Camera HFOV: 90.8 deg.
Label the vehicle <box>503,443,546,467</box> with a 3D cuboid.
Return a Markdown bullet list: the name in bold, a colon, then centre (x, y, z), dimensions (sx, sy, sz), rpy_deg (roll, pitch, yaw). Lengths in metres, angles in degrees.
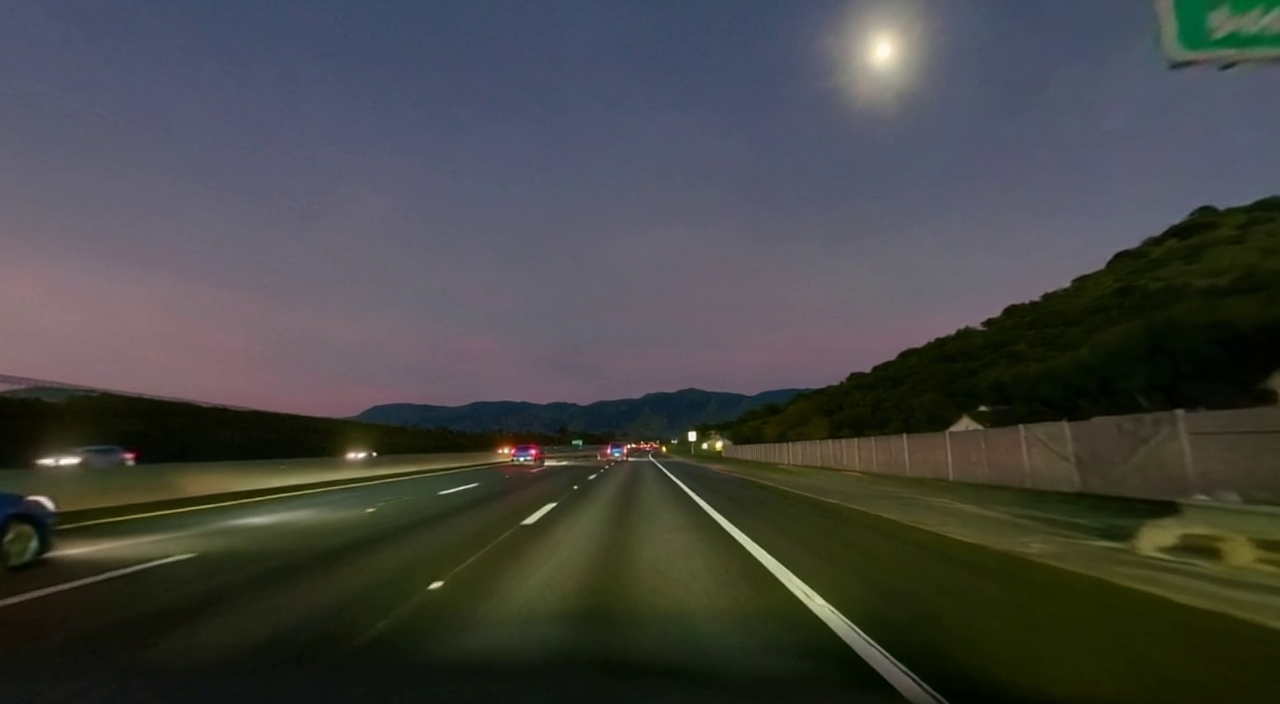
- **vehicle**: centre (-7.541, 6.734, 41.522), dimensions (1.930, 1.508, 4.567), rpy_deg (0, -9, 0)

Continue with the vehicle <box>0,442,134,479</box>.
- **vehicle**: centre (-32.693, 6.161, 36.321), dimensions (2.272, 1.952, 5.897), rpy_deg (0, -8, 0)
